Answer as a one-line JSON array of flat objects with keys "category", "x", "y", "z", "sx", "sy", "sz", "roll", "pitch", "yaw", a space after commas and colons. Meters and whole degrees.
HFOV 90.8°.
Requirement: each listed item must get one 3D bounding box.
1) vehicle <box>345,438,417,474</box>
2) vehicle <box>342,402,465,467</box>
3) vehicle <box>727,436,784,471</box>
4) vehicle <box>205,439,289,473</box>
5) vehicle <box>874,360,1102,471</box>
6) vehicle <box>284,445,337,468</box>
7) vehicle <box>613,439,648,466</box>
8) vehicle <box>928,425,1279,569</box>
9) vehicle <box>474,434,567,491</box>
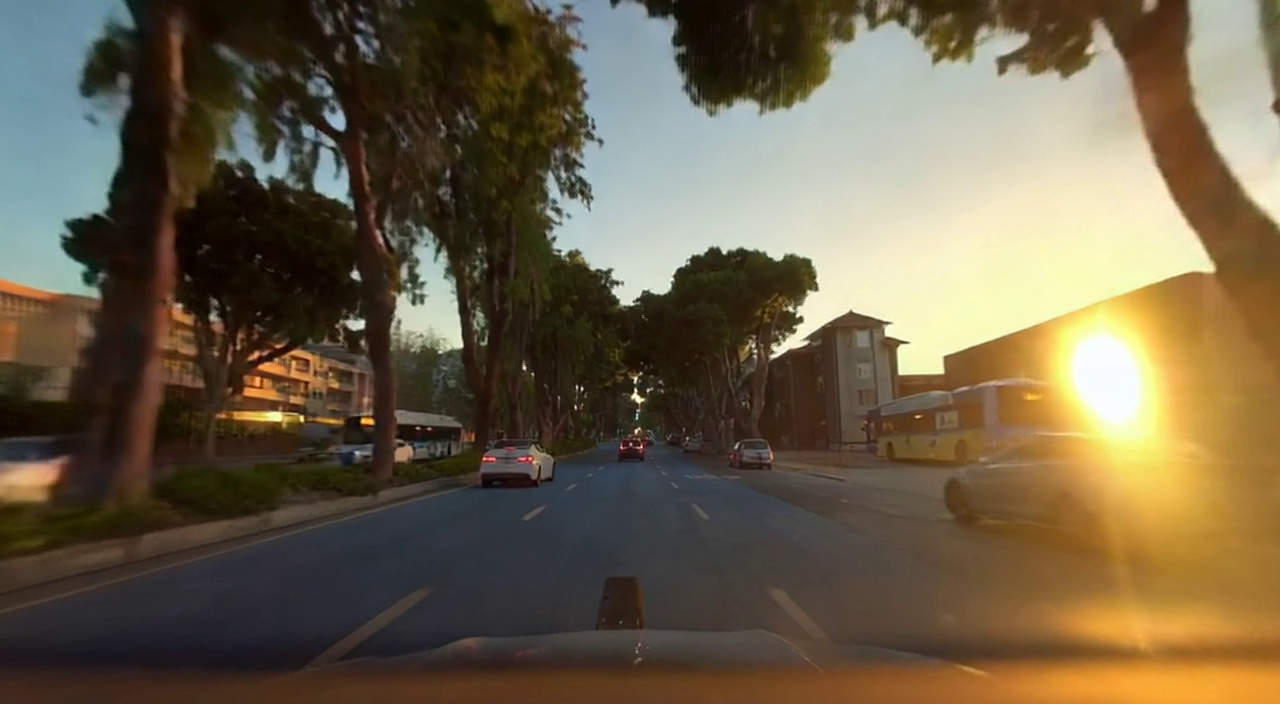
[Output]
[{"category": "vehicle", "x": -12.035, "y": 4.848, "z": 29.633, "sx": 1.797, "sy": 1.532, "sz": 3.869, "roll": 0, "pitch": -8, "yaw": -1}, {"category": "vehicle", "x": -15.542, "y": 5.752, "z": 43.371, "sx": 3.303, "sy": 3.710, "sz": 13.912, "roll": 0, "pitch": -8, "yaw": -1}, {"category": "vehicle", "x": 6.410, "y": 5.695, "z": 35.860, "sx": 2.206, "sy": 1.803, "sz": 5.753, "roll": 0, "pitch": -8, "yaw": 1}, {"category": "vehicle", "x": -22.223, "y": 5.872, "z": 35.966, "sx": 2.051, "sy": 1.761, "sz": 4.345, "roll": 0, "pitch": -8, "yaw": -2}, {"category": "vehicle", "x": 17.749, "y": 3.780, "z": 34.976, "sx": 3.225, "sy": 4.571, "sz": 16.558, "roll": -3, "pitch": -8, "yaw": 0}, {"category": "vehicle", "x": -22.125, "y": 7.032, "z": 42.585, "sx": 1.655, "sy": 1.455, "sz": 3.653, "roll": 0, "pitch": -9, "yaw": -2}, {"category": "vehicle", "x": -0.510, "y": 5.993, "z": 37.766, "sx": 1.999, "sy": 1.520, "sz": 3.896, "roll": 0, "pitch": -8, "yaw": 0}, {"category": "vehicle", "x": 6.314, "y": 1.924, "z": 9.194, "sx": 2.130, "sy": 1.584, "sz": 4.181, "roll": 0, "pitch": -8, "yaw": -2}, {"category": "vehicle", "x": -3.456, "y": 3.293, "z": 19.161, "sx": 1.934, "sy": 1.522, "sz": 4.287, "roll": 0, "pitch": -8, "yaw": 1}]
